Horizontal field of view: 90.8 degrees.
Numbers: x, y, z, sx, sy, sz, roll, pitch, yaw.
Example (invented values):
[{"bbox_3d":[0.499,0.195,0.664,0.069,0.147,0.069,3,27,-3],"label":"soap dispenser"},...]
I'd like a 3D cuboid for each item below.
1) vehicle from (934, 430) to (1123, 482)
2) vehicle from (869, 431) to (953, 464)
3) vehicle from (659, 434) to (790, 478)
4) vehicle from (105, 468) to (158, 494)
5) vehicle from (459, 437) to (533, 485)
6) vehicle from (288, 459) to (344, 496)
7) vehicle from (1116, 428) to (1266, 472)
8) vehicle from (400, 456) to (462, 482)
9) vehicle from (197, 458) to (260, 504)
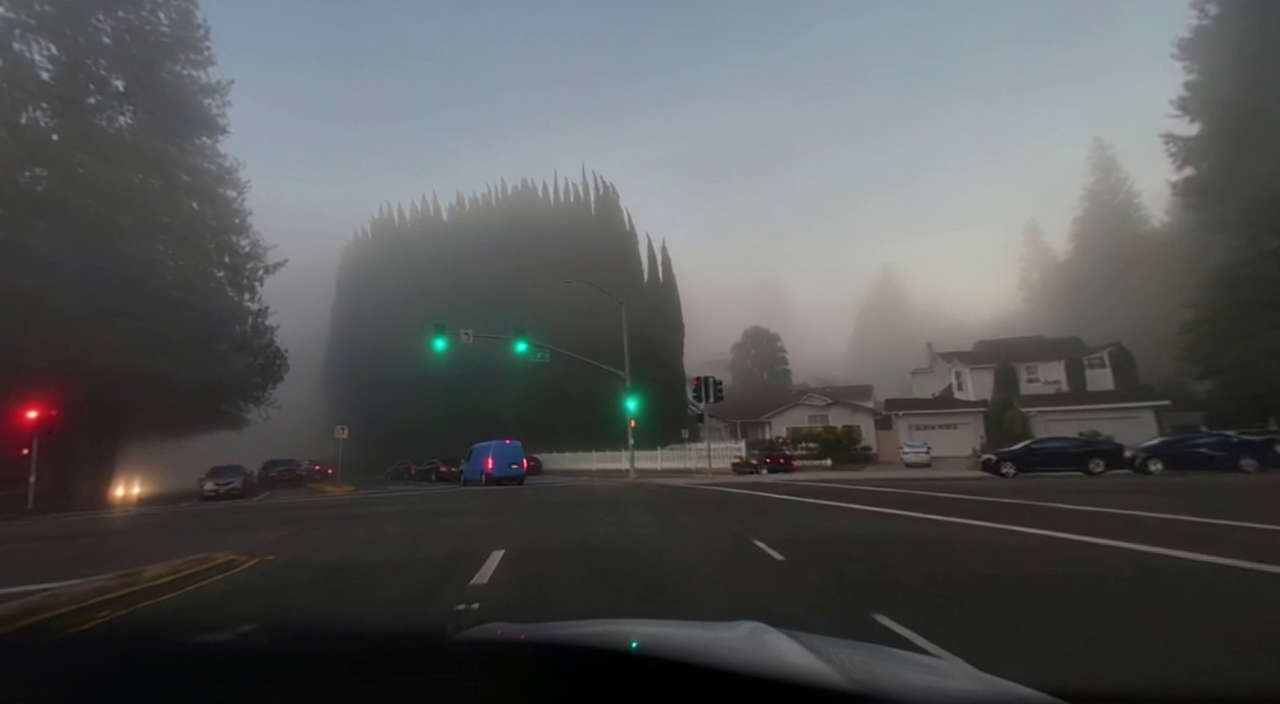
[{"bbox_3d":[11.873,3.233,19.681,4.509,1.481,2.027,-2,-9,13],"label":"vehicle"},{"bbox_3d":[16.384,5.767,38.239,4.268,1.765,1.989,-5,-5,33],"label":"vehicle"},{"bbox_3d":[4.229,5.279,32.256,6.104,2.026,2.514,-6,-11,35],"label":"vehicle"},{"bbox_3d":[-36.771,9.359,45.667,4.290,1.497,2.093,-12,-10,38],"label":"vehicle"},{"bbox_3d":[-7.068,5.226,30.606,2.213,2.124,4.809,4,-10,-28],"label":"vehicle"},{"bbox_3d":[-15.040,5.722,29.200,1.952,1.461,4.377,5,-10,-30],"label":"vehicle"},{"bbox_3d":[21.298,3.842,24.681,4.082,1.591,1.916,-7,-11,35],"label":"vehicle"},{"bbox_3d":[-12.646,7.013,38.127,2.008,1.445,4.386,7,-11,-40],"label":"vehicle"},{"bbox_3d":[-18.206,5.649,28.131,2.078,1.783,4.670,5,-10,-31],"label":"vehicle"}]
